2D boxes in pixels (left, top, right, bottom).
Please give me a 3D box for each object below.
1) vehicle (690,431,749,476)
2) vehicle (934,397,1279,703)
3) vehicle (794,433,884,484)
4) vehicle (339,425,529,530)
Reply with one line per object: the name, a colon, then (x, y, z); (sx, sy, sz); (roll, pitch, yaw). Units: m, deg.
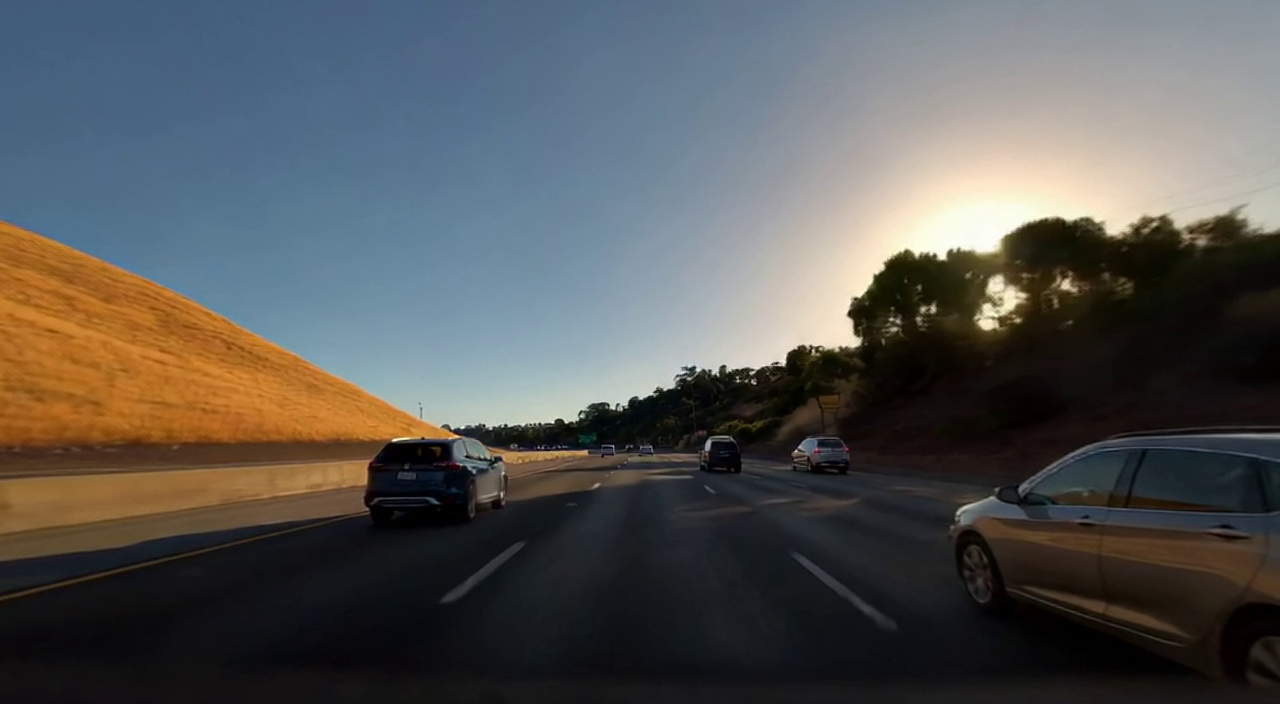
vehicle: (3.615, 4.741, 29.707); (2.121, 1.925, 5.056); (0, -8, 0)
vehicle: (3.443, 1.020, 3.111); (1.941, 1.481, 4.300); (0, -8, 1)
vehicle: (7.413, 4.003, 24.005); (1.998, 1.717, 4.338); (0, -8, 0)
vehicle: (-3.721, 2.352, 12.422); (2.166, 1.672, 4.388); (-1, -8, 1)
